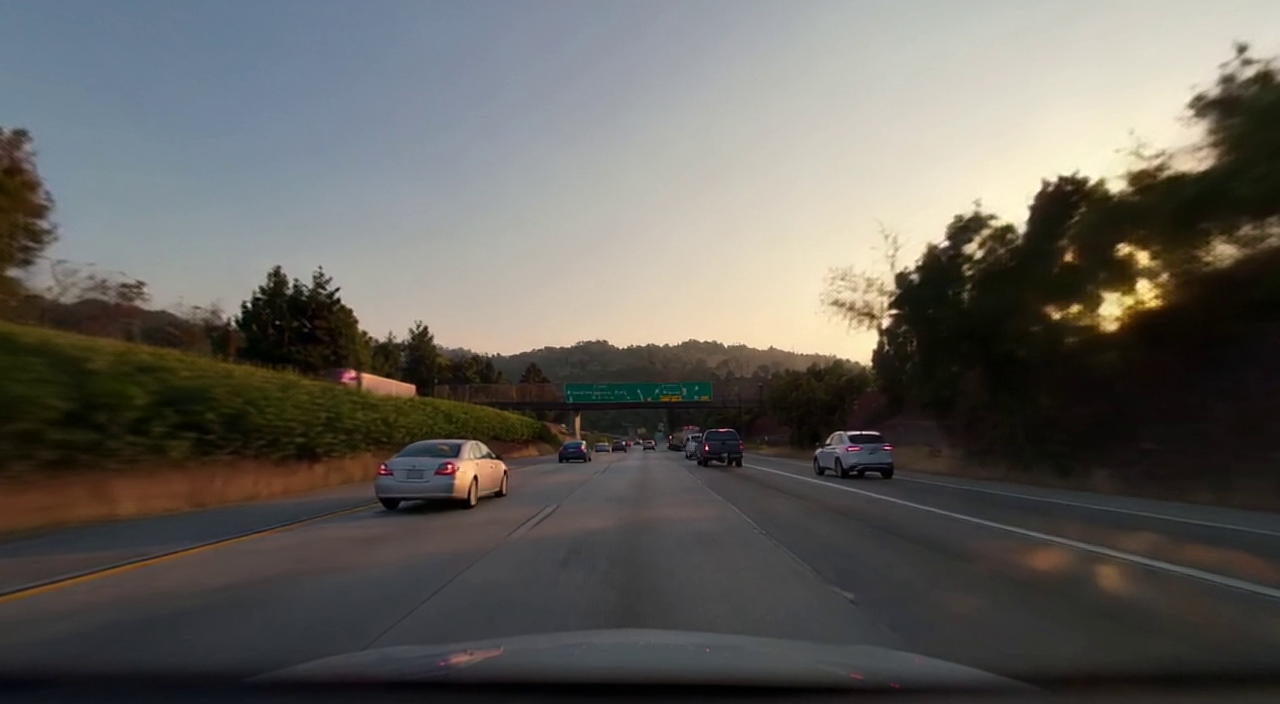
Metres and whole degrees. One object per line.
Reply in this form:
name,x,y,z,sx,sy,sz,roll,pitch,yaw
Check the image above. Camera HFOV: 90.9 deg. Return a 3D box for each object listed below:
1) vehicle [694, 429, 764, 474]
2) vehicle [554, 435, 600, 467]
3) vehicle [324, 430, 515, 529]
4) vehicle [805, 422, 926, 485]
vehicle,4.137,4.762,30.427,2.517,1.935,5.552,0,-8,-1
vehicle,-3.371,5.411,34.489,2.020,1.628,4.248,0,-8,1
vehicle,-3.737,2.231,11.593,1.978,1.473,4.073,0,-8,1
vehicle,7.908,3.637,22.903,2.291,1.968,5.662,0,-8,0
